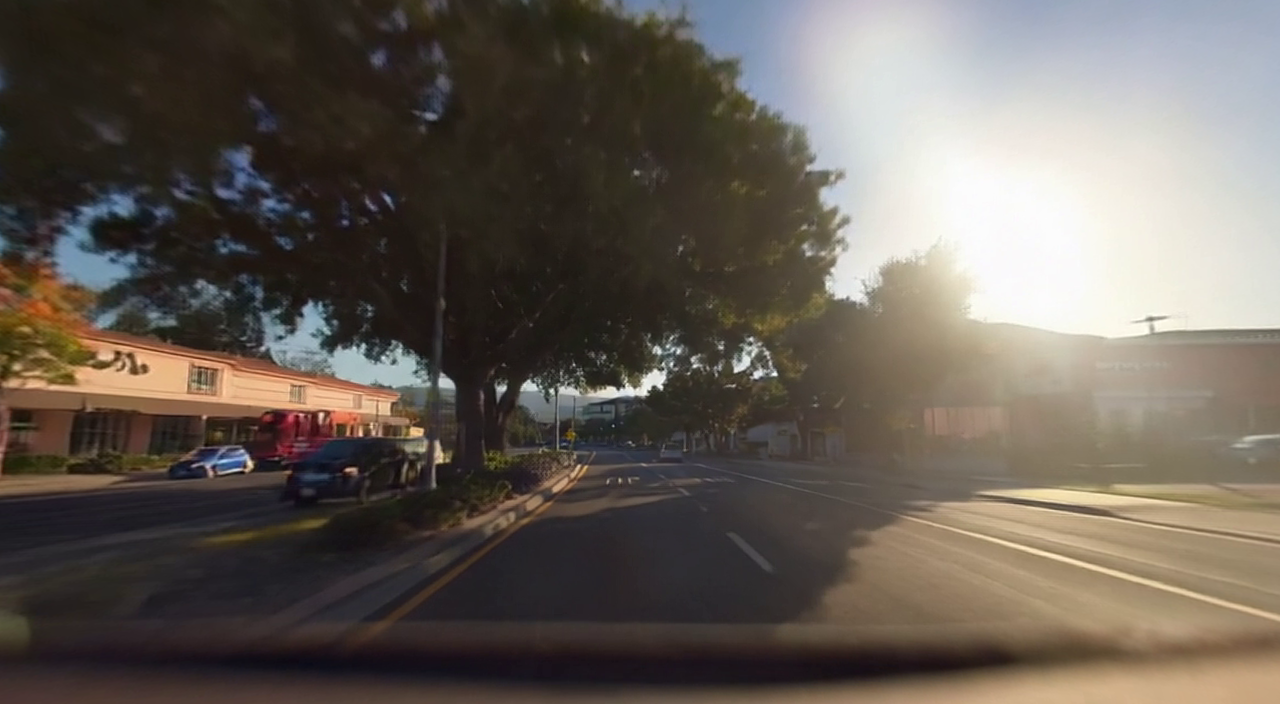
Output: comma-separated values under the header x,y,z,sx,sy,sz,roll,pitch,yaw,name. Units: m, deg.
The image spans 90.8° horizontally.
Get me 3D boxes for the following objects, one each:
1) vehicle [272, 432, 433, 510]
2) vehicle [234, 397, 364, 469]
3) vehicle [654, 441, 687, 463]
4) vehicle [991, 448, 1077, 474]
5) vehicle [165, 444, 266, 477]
x,y,z,sx,sy,sz,roll,pitch,yaw,name
-6.875,2.849,15.890,2.180,1.556,5.130,2,-7,-7,vehicle
-20.602,5.072,39.060,3.154,3.917,9.345,0,-8,-3,vehicle
2.157,7.202,45.710,1.913,1.473,4.360,0,-8,-4,vehicle
24.326,6.691,39.006,4.458,1.465,1.875,2,-9,-15,vehicle
-20.364,5.198,30.575,2.068,1.408,4.399,-1,-8,-3,vehicle
